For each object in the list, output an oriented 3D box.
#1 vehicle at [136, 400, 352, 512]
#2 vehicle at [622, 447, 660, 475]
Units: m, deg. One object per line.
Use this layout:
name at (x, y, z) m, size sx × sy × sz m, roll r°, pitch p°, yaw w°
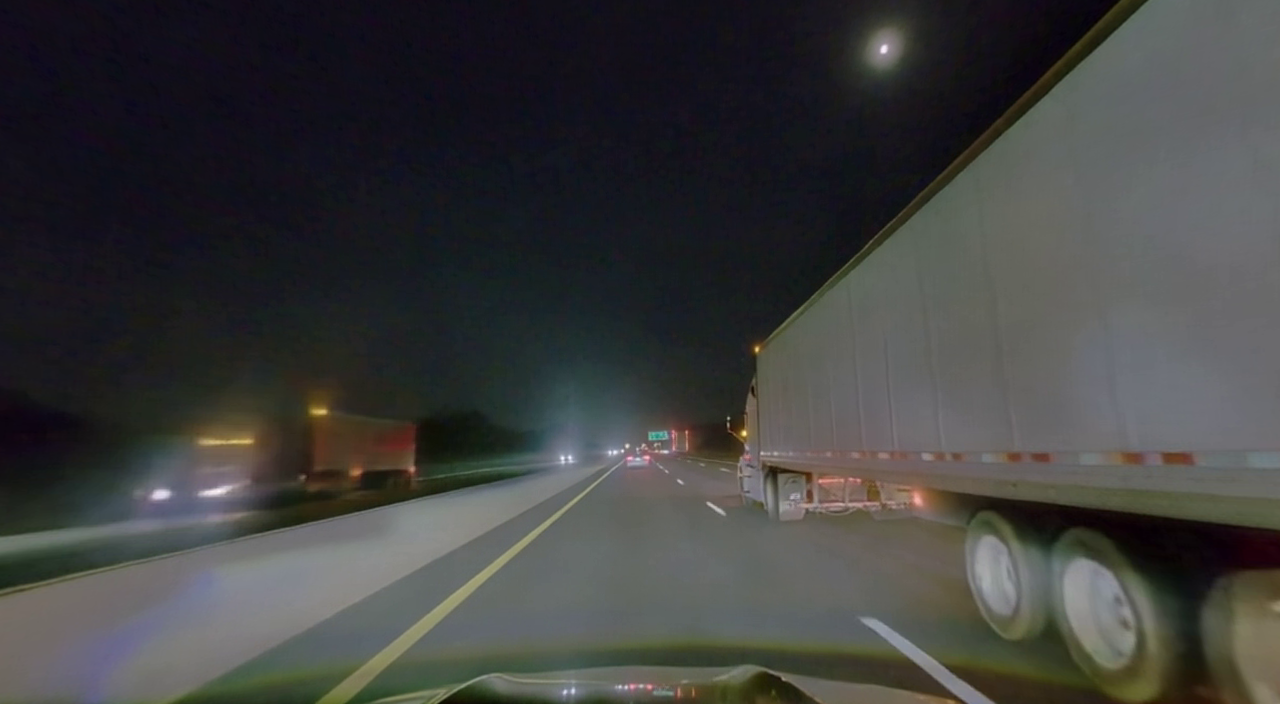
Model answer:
vehicle at (-15.810, 4.314, 26.343) m, size 2.951 × 3.808 × 9.312 m, roll 0°, pitch -9°, yaw 0°
vehicle at (0.012, 6.340, 36.636) m, size 2.083 × 1.473 × 3.923 m, roll 0°, pitch -9°, yaw -1°
